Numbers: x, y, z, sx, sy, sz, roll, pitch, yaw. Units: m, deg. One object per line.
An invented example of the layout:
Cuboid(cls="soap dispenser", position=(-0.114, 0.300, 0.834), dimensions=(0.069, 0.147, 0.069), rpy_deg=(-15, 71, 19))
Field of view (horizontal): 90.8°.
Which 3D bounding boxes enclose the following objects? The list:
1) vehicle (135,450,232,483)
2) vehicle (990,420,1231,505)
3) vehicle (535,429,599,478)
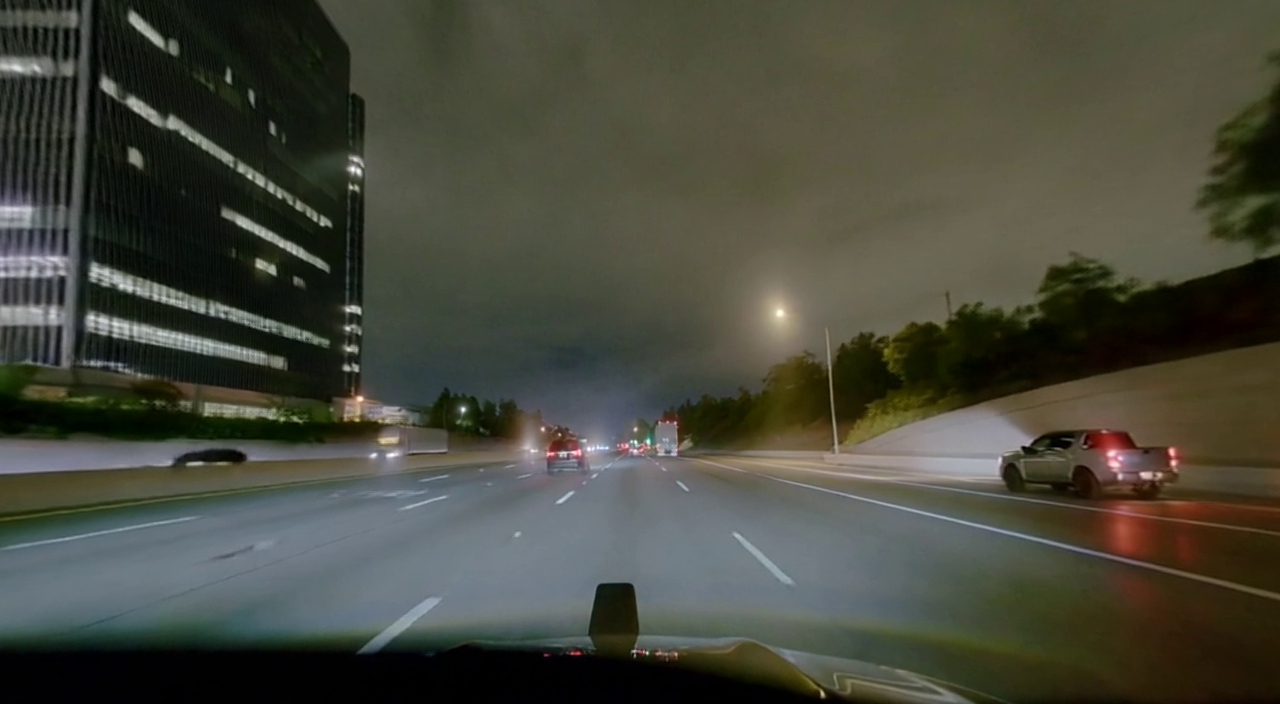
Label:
Cuboid(cls="vehicle", position=(-20.266, 5.062, 28.214), dimensions=(1.645, 1.381, 3.550), rpy_deg=(0, -9, 0))
Cuboid(cls="vehicle", position=(11.439, 2.741, 16.023), dimensions=(2.089, 1.787, 5.080), rpy_deg=(0, -9, -1))
Cuboid(cls="vehicle", position=(-3.220, 4.665, 29.242), dimensions=(2.284, 2.022, 5.752), rpy_deg=(0, -9, 0))
